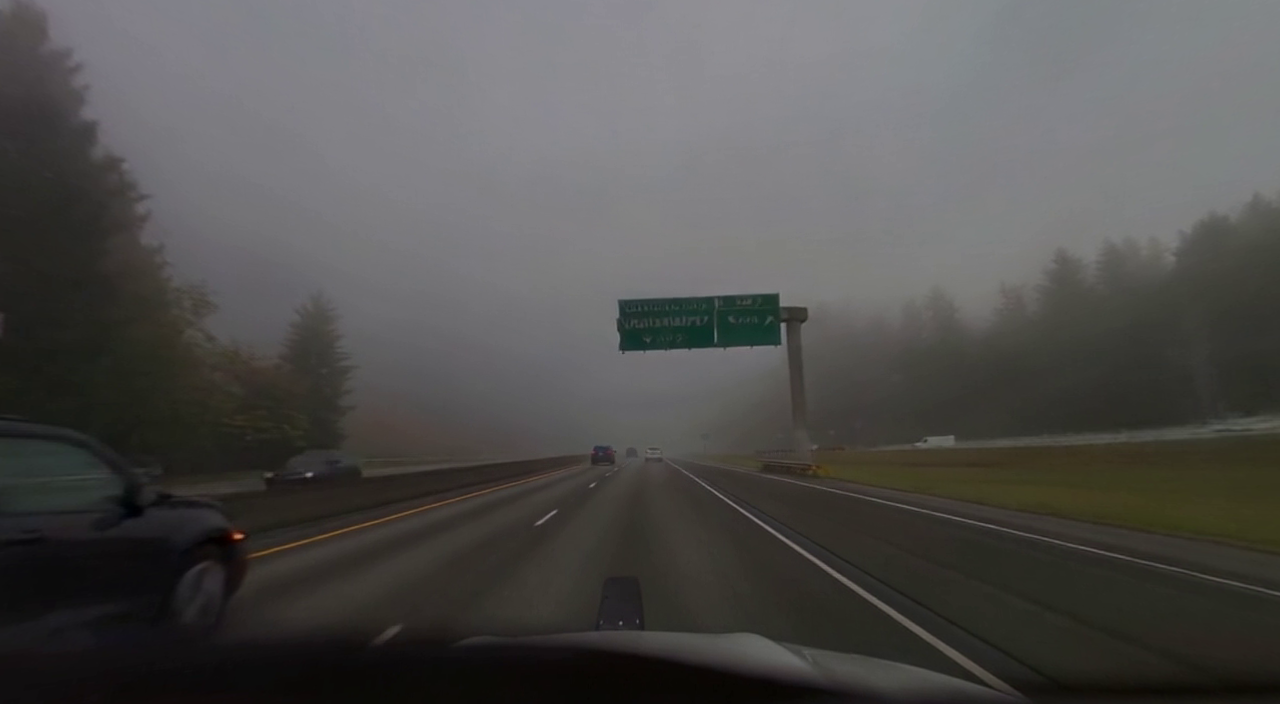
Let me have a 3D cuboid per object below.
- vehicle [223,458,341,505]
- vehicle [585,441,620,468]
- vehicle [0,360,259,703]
[{"bbox_3d":[-12.364,4.474,22.109,1.750,1.402,3.988,0,-9,1],"label":"vehicle"},{"bbox_3d":[-2.606,7.325,45.312,2.143,1.853,4.123,0,-9,2],"label":"vehicle"},{"bbox_3d":[-3.663,0.795,2.137,2.037,1.638,4.274,0,-9,0],"label":"vehicle"}]
